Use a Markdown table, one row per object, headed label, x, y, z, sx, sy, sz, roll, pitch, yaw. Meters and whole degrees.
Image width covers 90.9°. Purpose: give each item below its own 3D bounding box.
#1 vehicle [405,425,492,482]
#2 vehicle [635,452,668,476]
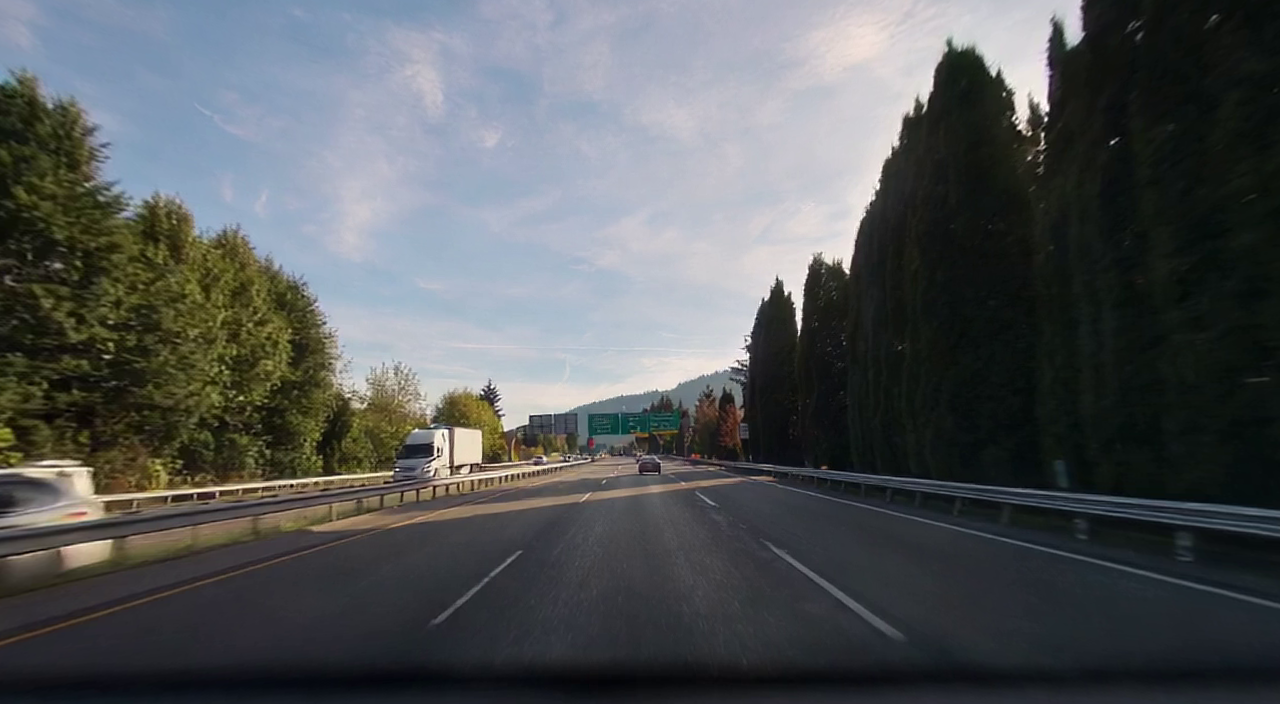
| label | x | y | z | sx | sy | sz | roll | pitch | yaw |
| --- | --- | --- | --- | --- | --- | --- | --- | --- | --- |
| vehicle | -13.892 | 7.535 | 46.850 | 3.366 | 3.773 | 9.860 | 0 | -9 | 0 |
| vehicle | 0.702 | 7.195 | 40.574 | 2.036 | 1.457 | 3.471 | 0 | -9 | -1 |
